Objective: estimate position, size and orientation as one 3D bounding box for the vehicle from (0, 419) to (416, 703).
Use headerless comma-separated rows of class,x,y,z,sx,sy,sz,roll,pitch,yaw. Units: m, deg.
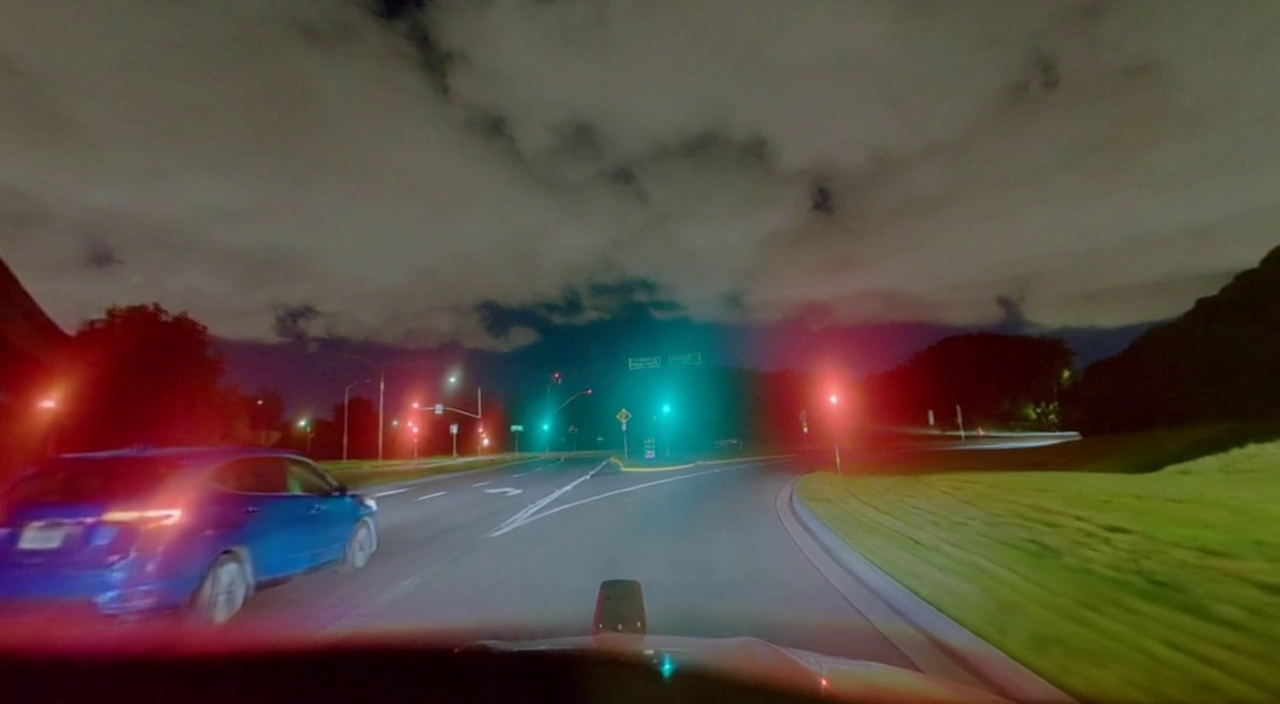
vehicle,-3.789,1.448,5.632,1.963,1.460,4.614,0,-9,-1
